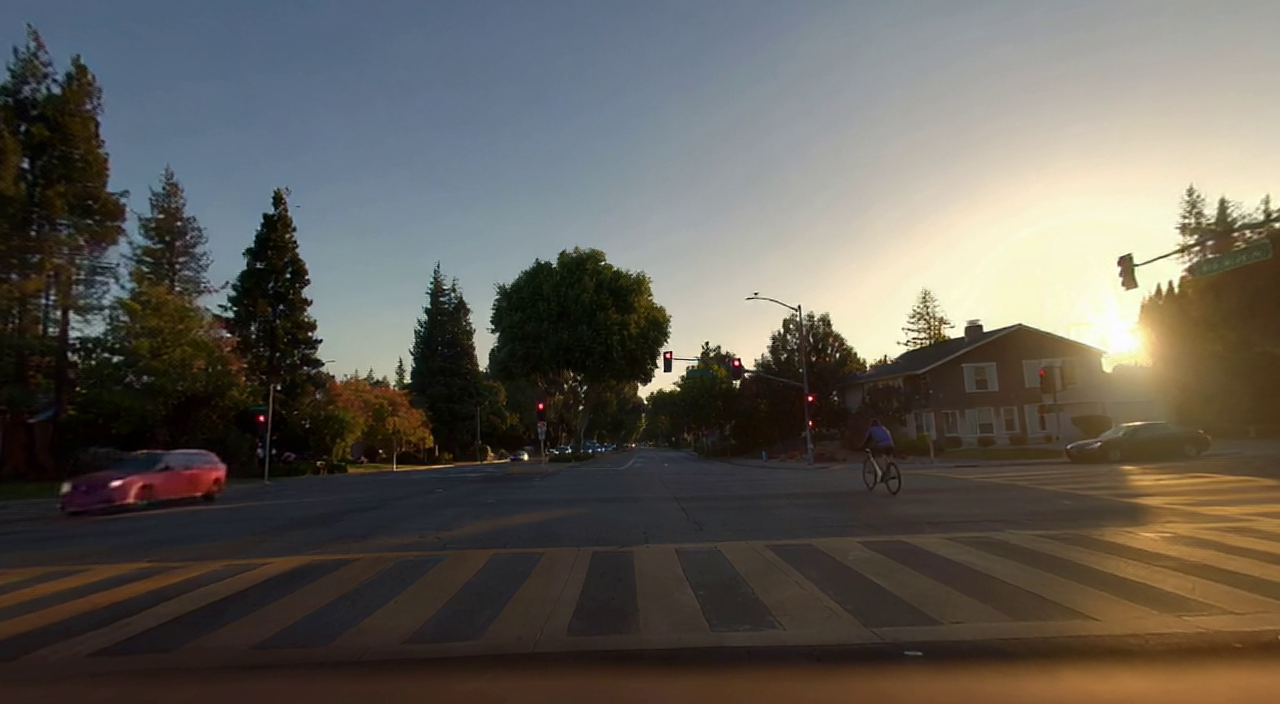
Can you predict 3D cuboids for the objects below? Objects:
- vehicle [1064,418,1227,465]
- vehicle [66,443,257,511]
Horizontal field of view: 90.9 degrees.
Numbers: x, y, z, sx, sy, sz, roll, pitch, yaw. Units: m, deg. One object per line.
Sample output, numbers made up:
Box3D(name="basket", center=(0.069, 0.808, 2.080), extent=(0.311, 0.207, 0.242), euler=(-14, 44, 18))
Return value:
Box3D(name="vehicle", center=(17.326, 3.096, 21.752), extent=(3.969, 1.493, 1.823), euler=(0, -9, 1))
Box3D(name="vehicle", center=(-14.139, 3.671, 19.075), extent=(2.148, 1.753, 4.558), euler=(0, -9, 0))
